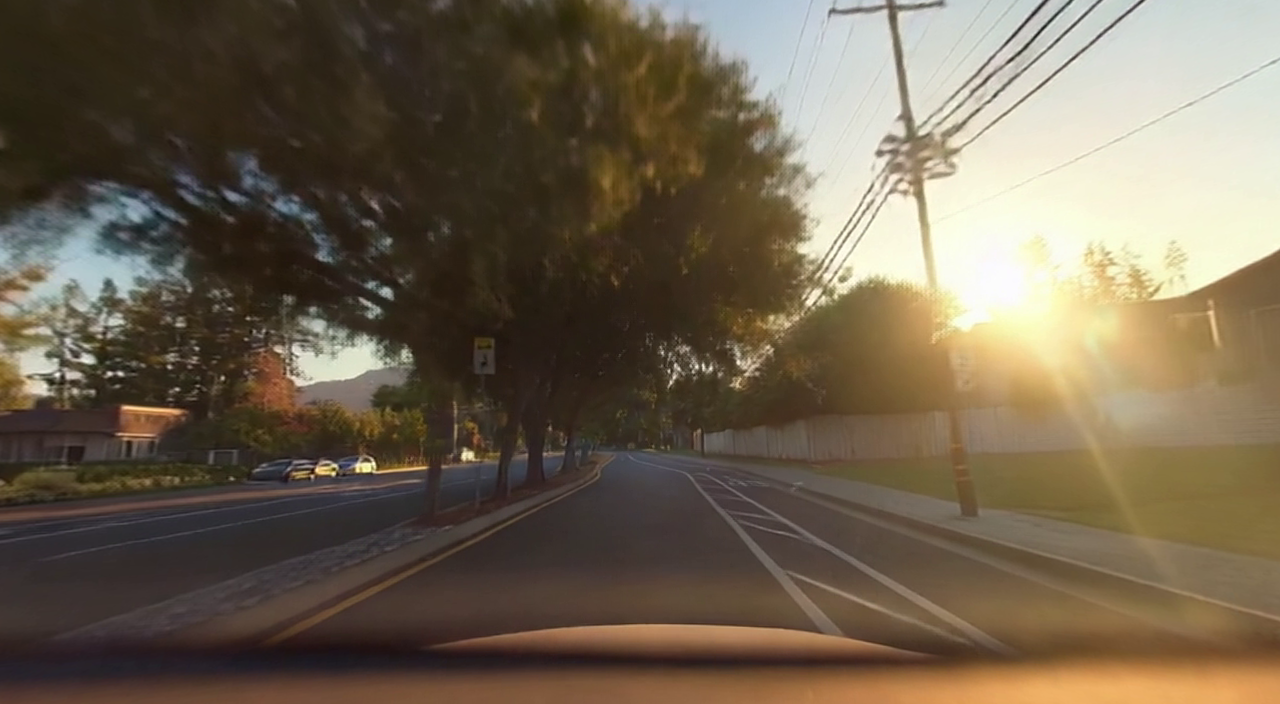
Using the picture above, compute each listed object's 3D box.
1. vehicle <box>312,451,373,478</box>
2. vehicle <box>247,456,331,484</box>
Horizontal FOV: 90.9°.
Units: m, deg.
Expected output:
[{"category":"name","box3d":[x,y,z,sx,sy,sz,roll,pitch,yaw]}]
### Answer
[{"category":"vehicle","box3d":[-21.377,8.060,45.513,1.974,1.704,4.628,0,-8,2]},{"category":"vehicle","box3d":[-21.427,7.179,38.747,1.919,1.497,5.140,-1,-8,4]}]
